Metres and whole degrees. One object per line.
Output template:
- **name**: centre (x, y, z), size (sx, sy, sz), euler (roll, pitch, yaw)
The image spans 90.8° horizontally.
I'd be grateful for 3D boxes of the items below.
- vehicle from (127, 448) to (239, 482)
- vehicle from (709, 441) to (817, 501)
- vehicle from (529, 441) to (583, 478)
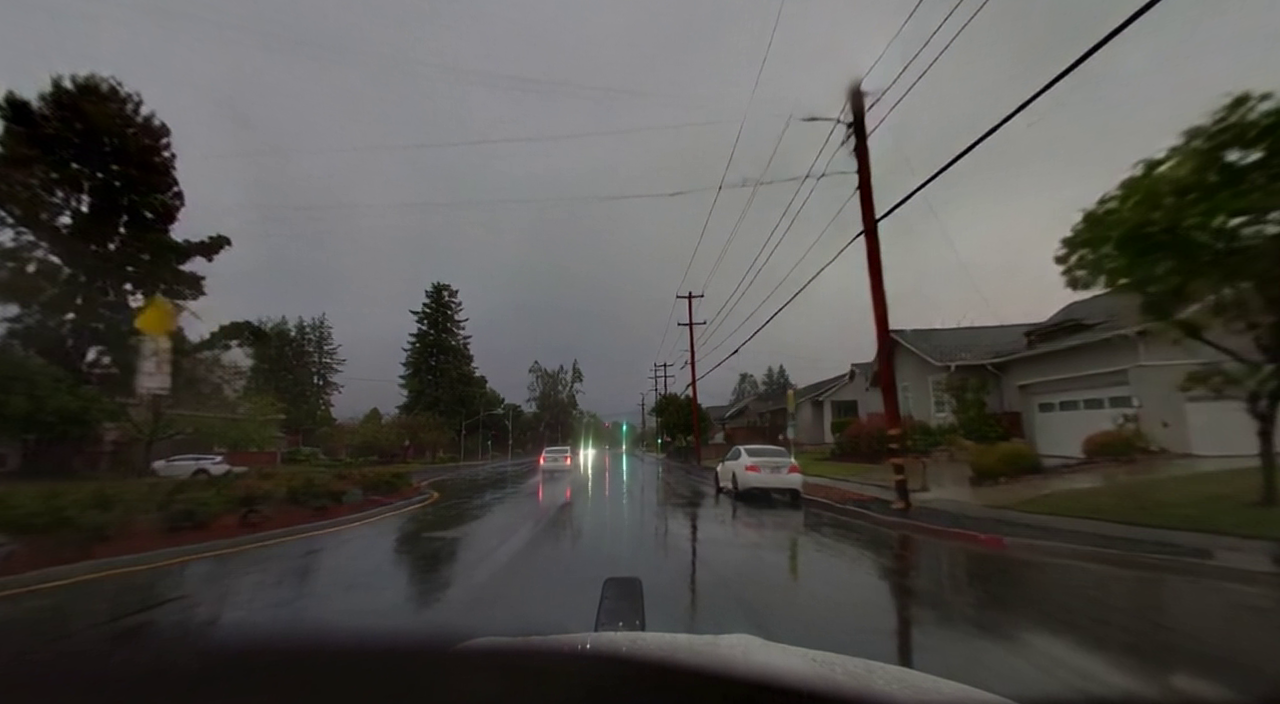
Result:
- **vehicle**: centre (-26.028, 6.430, 36.155), size (4.661, 1.800, 2.045), euler (2, -9, -12)
- **vehicle**: centre (3.284, 3.270, 17.867), size (2.074, 1.450, 4.621), euler (0, -8, -1)
- **vehicle**: centre (-3.674, 4.805, 28.540), size (2.041, 1.471, 4.602), euler (0, -8, -3)
